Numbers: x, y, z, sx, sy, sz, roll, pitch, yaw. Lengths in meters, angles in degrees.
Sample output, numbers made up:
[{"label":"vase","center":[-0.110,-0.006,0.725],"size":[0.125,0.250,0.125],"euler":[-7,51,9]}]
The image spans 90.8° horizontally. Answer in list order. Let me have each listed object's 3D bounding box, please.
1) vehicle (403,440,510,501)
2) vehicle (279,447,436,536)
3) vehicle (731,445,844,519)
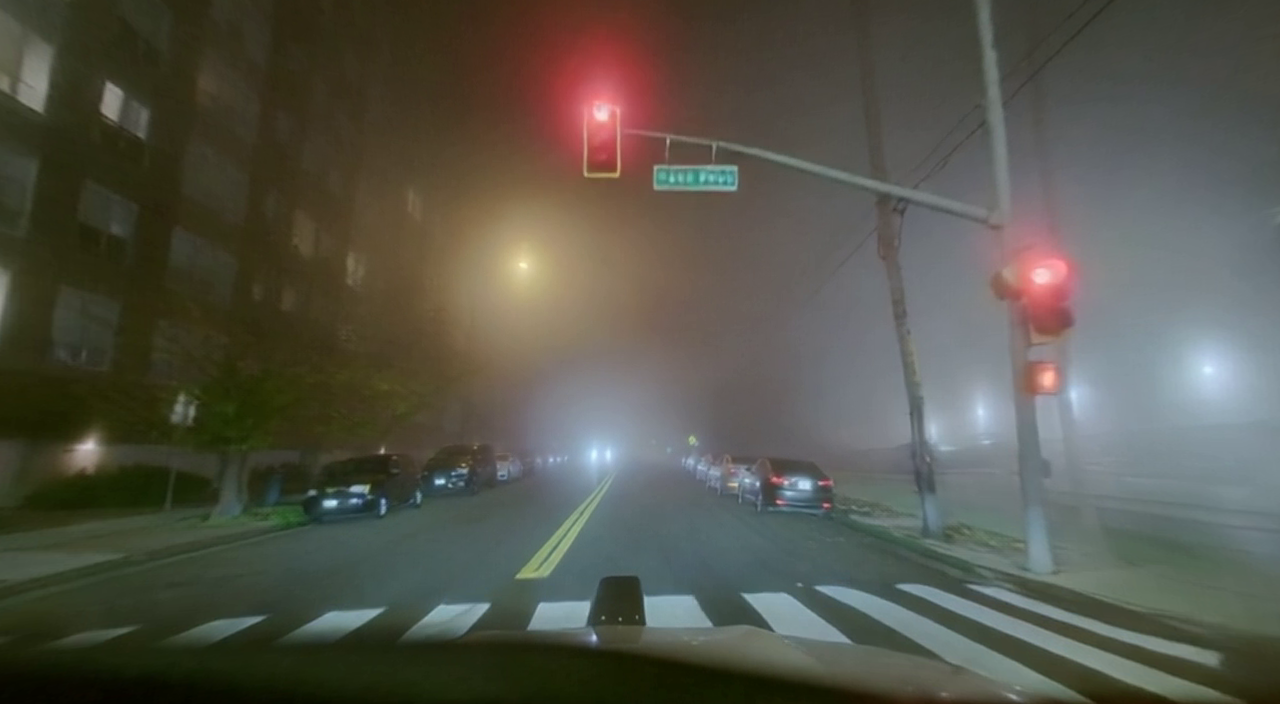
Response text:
[{"label":"vehicle","center":[-6.242,4.064,22.194],"size":[2.175,1.849,4.725],"euler":[-2,-8,3]},{"label":"vehicle","center":[-6.525,3.192,15.188],"size":[1.763,1.612,4.462],"euler":[-5,-8,-1]},{"label":"vehicle","center":[3.738,3.340,16.914],"size":[1.924,1.657,4.665],"euler":[0,-8,1]}]
